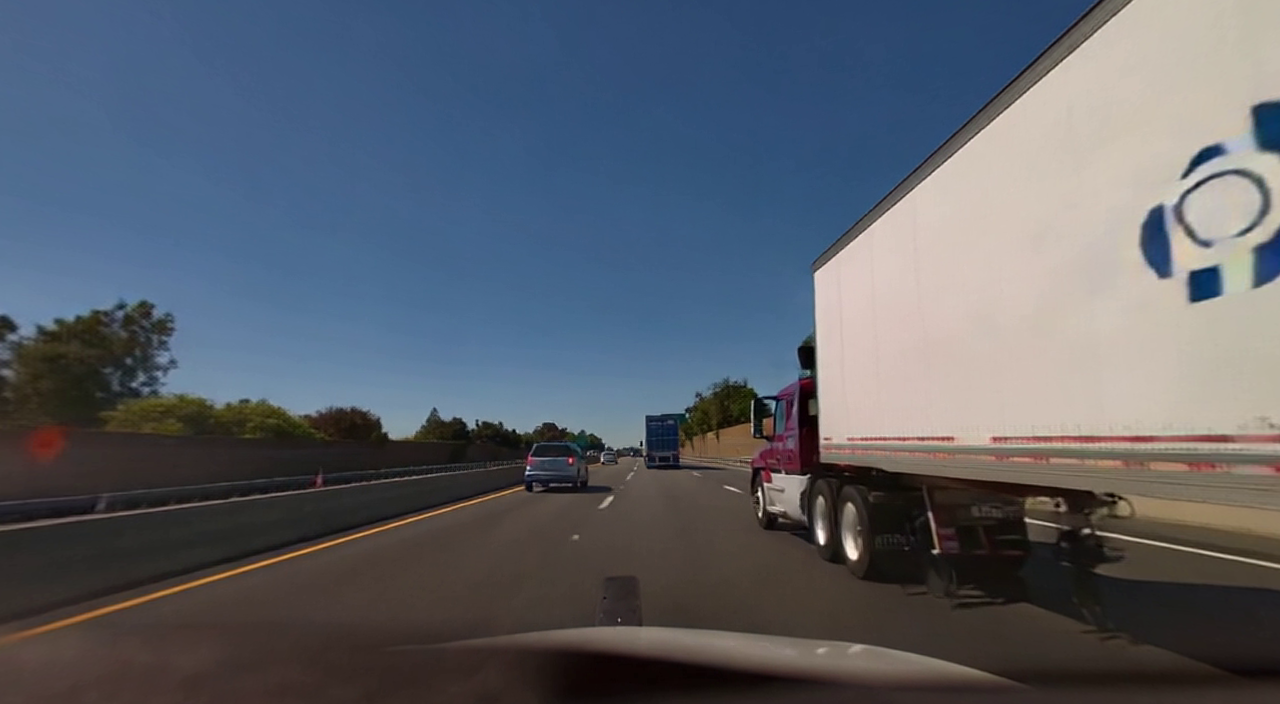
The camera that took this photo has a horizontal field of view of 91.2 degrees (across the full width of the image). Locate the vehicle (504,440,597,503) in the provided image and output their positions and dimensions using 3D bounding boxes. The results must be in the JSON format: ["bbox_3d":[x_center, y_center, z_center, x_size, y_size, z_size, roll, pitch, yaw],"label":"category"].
[{"bbox_3d":[-2.572,3.573,19.155,2.160,1.691,4.243,-1,-9,1],"label":"vehicle"}]
